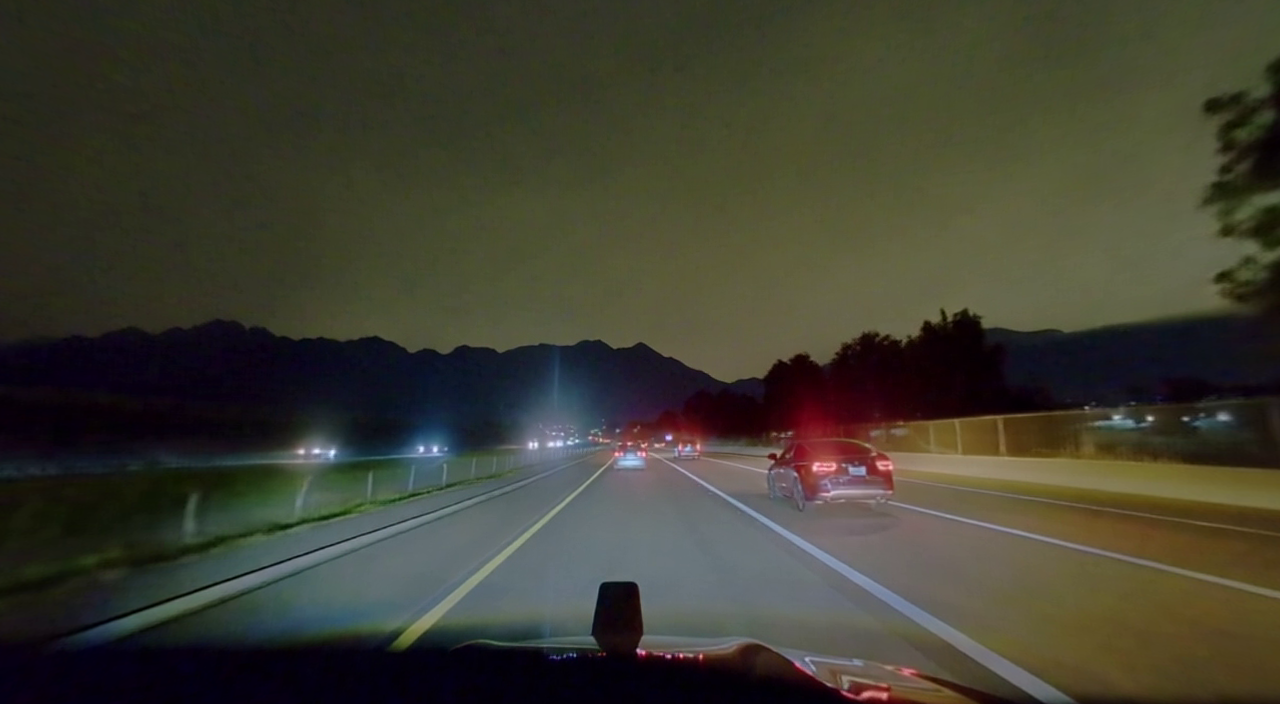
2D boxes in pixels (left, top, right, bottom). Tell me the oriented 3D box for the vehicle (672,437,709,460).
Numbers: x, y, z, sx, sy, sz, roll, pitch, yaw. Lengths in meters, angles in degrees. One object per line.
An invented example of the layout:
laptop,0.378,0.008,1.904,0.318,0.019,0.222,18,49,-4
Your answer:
vehicle,3.822,7.455,48.604,2.436,1.704,4.694,0,-8,0

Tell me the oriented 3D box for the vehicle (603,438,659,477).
vehicle,-0.331,4.237,25.475,2.085,1.449,3.860,0,-8,0

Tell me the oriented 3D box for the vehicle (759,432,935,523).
vehicle,3.772,2.357,12.370,1.957,1.447,4.241,0,-9,-1

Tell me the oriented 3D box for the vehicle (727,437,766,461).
vehicle,7.667,7.041,45.741,1.996,1.637,3.990,0,-9,-2
